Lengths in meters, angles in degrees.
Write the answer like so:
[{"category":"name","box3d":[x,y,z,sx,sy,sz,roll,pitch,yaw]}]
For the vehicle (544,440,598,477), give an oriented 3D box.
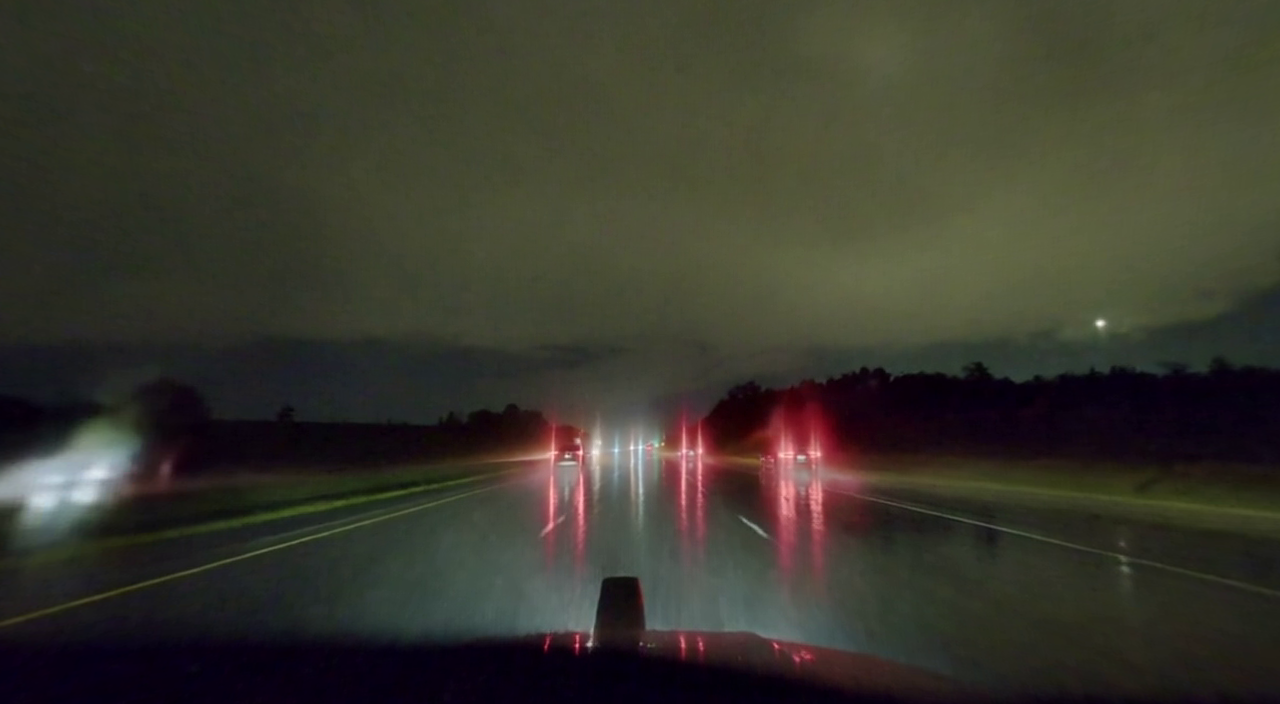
[{"category":"vehicle","box3d":[-3.287,5.210,31.003,2.070,1.707,4.309,0,-9,1]}]
